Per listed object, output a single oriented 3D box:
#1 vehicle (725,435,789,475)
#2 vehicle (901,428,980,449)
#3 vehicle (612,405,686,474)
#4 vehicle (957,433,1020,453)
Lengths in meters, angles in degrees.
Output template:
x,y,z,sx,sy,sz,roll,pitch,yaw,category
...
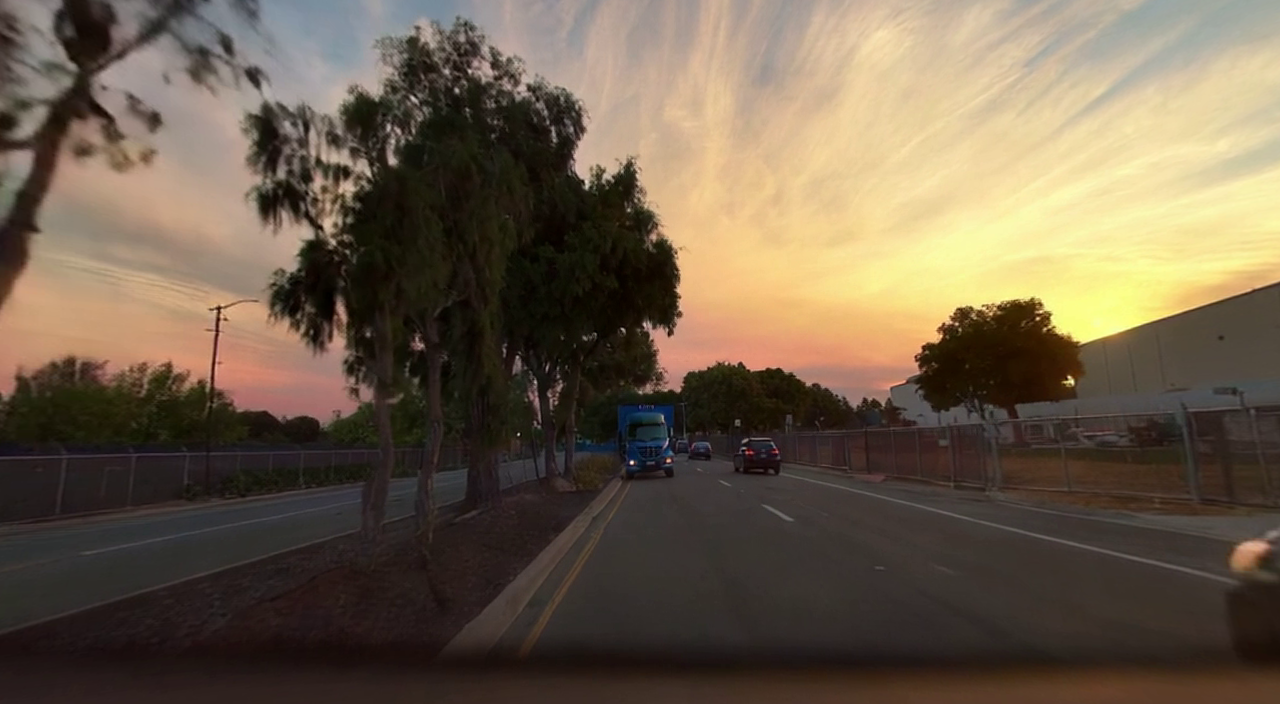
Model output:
x,y,z,sx,sy,sz,roll,pitch,yaw,category
5.190,4.622,28.595,2.076,1.661,4.524,0,-8,0,vehicle
22.792,6.590,47.985,4.995,1.543,1.899,0,-9,1,vehicle
0.526,4.300,30.961,3.197,2.963,7.055,0,-8,2,vehicle
23.315,6.095,42.183,3.251,1.321,1.555,-1,-9,0,vehicle
